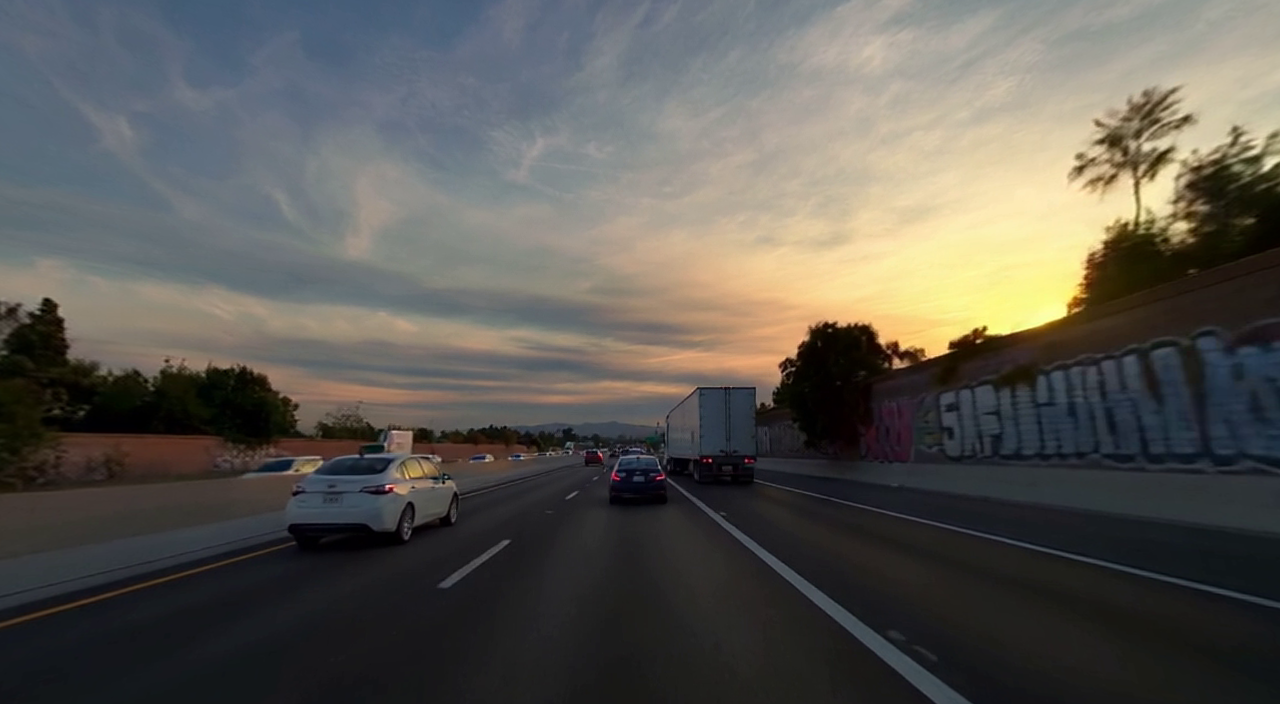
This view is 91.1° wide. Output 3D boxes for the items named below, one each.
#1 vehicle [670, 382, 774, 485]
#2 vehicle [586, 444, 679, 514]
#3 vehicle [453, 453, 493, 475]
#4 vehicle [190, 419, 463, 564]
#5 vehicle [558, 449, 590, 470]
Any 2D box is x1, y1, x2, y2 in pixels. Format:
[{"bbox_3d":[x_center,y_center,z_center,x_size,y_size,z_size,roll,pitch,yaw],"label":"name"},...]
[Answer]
[{"bbox_3d":[3.557,4.280,31.991,2.902,4.014,14.446,0,-9,-2],"label":"vehicle"},{"bbox_3d":[-0.225,3.073,15.736,2.033,1.468,4.015,0,-9,-2],"label":"vehicle"},{"bbox_3d":[-12.211,8.208,46.188,1.768,1.443,4.425,-1,-9,0],"label":"vehicle"},{"bbox_3d":[-4.530,2.075,10.152,1.988,1.750,4.711,0,-9,0],"label":"vehicle"},{"bbox_3d":[-5.043,8.277,48.418,2.067,1.481,4.085,0,-9,0],"label":"vehicle"}]
